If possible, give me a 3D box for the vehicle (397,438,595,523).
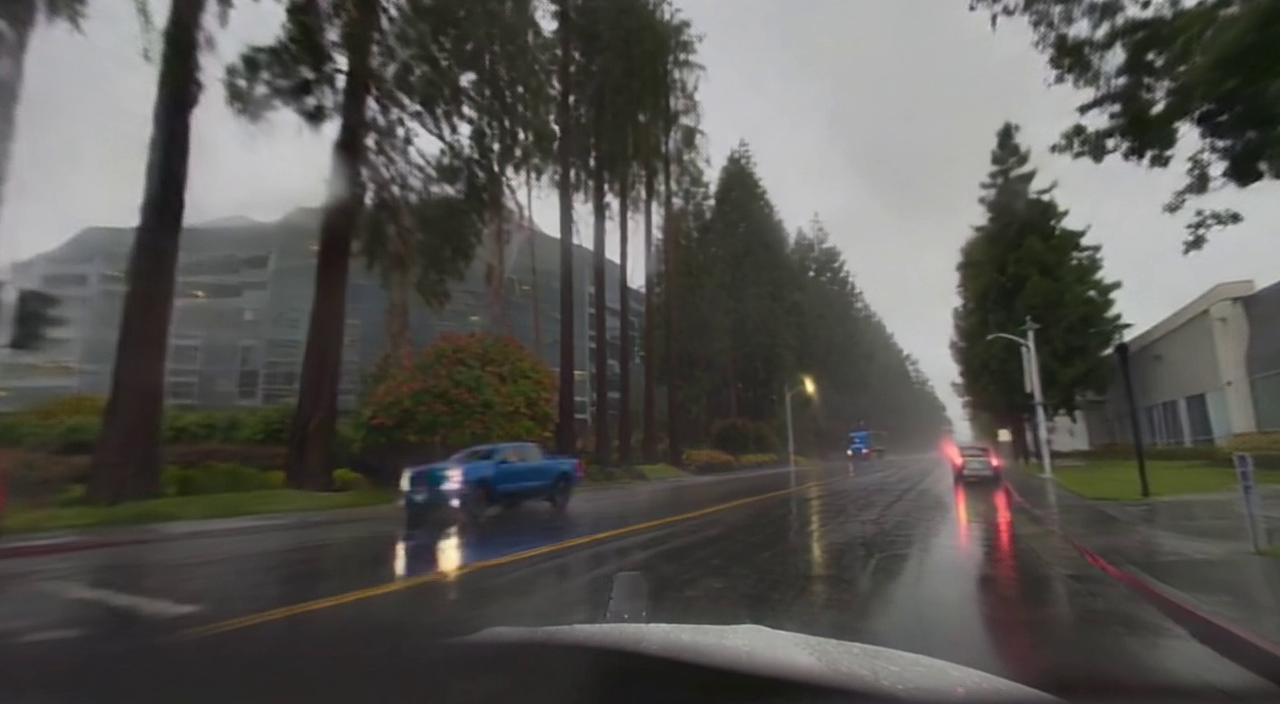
[{"bbox_3d":[-3.218,2.997,15.240,2.145,1.687,4.662,-4,-10,26],"label":"vehicle"}]

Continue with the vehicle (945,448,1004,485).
[{"bbox_3d":[15.198,5.200,28.875,2.098,1.509,4.389,-4,-10,25],"label":"vehicle"}]
